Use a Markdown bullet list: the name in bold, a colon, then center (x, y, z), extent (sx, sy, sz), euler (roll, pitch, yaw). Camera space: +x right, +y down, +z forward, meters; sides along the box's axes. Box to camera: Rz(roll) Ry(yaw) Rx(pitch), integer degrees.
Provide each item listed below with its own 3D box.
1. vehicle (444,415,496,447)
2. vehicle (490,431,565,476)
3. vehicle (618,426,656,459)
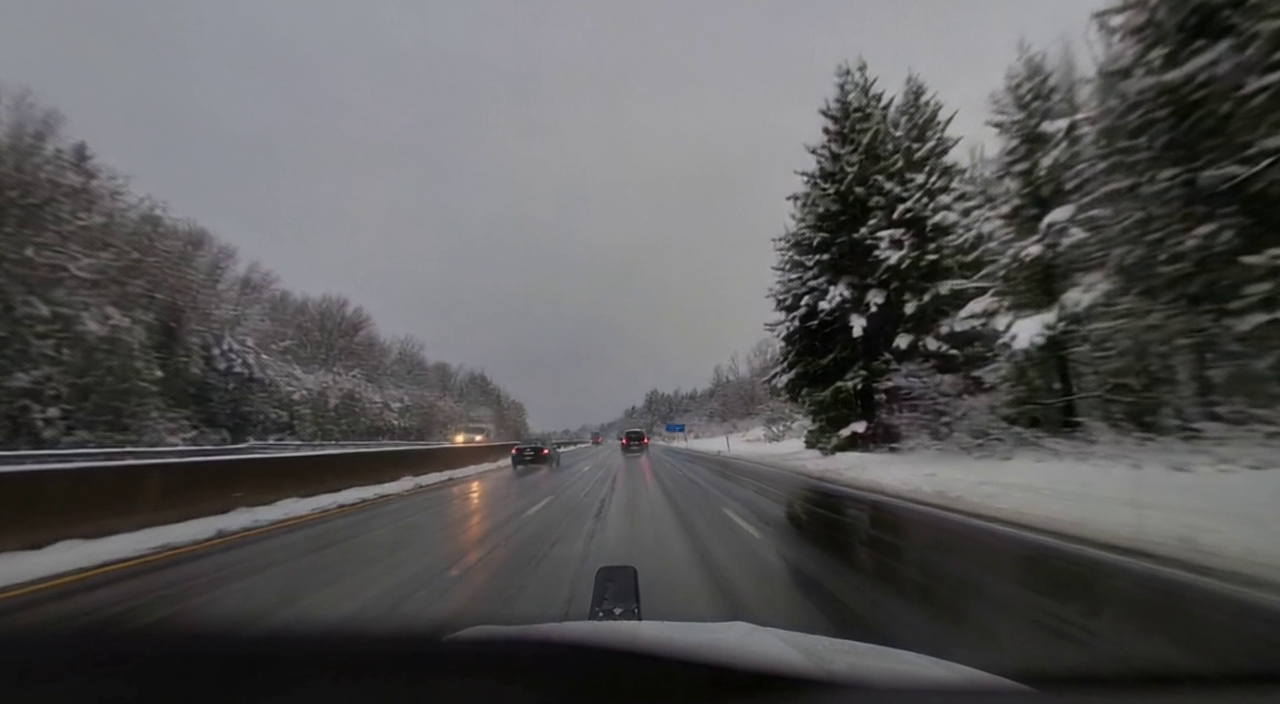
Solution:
- **vehicle**: center (-13.259, 6.248, 49.530), extent (2.474, 2.352, 5.794), euler (0, -8, 0)
- **vehicle**: center (-4.160, 3.813, 23.960), extent (2.062, 1.567, 4.117), euler (0, -8, 0)
- **vehicle**: center (-0.215, 5.646, 39.401), extent (2.223, 1.957, 4.416), euler (0, -8, -1)
